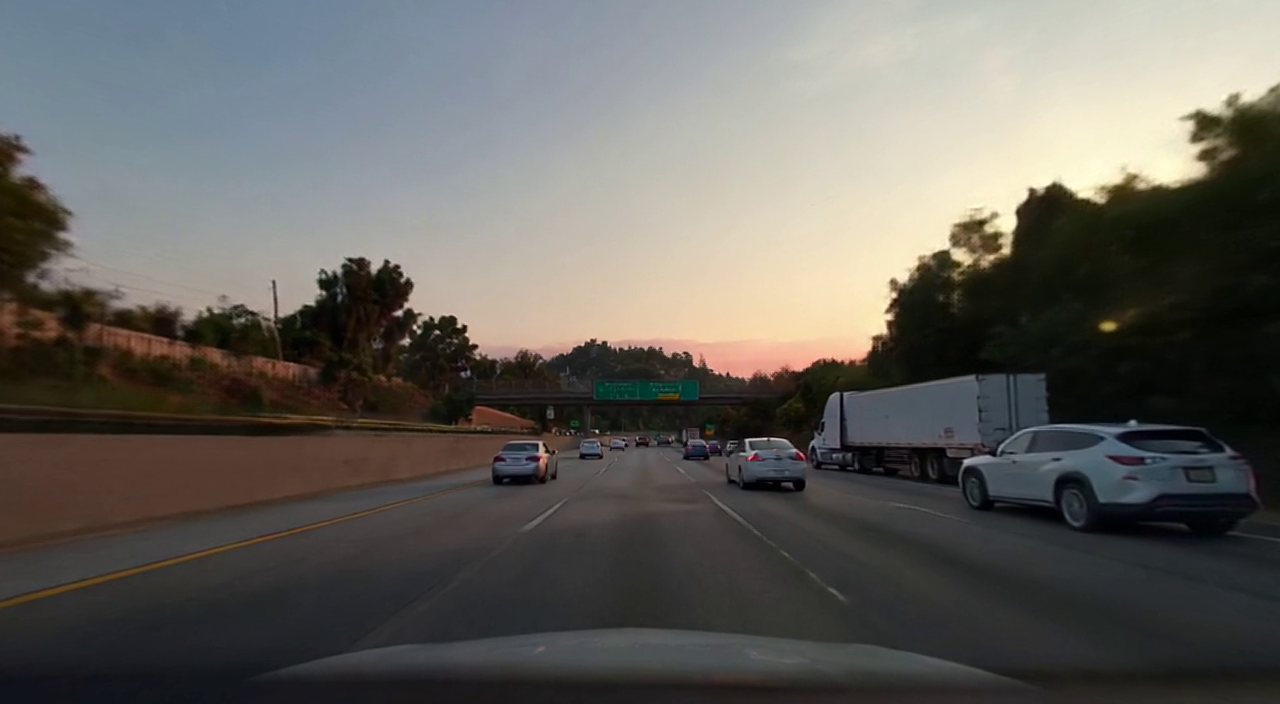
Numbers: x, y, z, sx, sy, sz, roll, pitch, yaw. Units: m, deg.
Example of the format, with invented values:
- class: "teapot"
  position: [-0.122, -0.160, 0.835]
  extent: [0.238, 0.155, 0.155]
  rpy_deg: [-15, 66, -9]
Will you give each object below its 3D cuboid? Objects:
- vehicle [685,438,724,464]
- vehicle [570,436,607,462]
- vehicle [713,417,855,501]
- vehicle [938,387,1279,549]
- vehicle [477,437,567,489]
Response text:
- class: "vehicle"
  position: [3.895, 6.047, 38.671]
  extent: [1.953, 1.480, 4.053]
  rpy_deg: [0, -9, -1]
- class: "vehicle"
  position: [-3.381, 6.460, 42.145]
  extent: [2.020, 1.628, 4.248]
  rpy_deg: [0, -9, 1]
- class: "vehicle"
  position: [3.674, 2.914, 17.493]
  extent: [2.517, 1.935, 5.552]
  rpy_deg: [0, -9, -1]
- class: "vehicle"
  position: [7.570, 1.835, 10.601]
  extent: [2.291, 1.968, 5.662]
  rpy_deg: [0, -9, 0]
- class: "vehicle"
  position: [-3.614, 3.478, 20.132]
  extent: [1.978, 1.473, 4.073]
  rpy_deg: [0, -9, 1]
